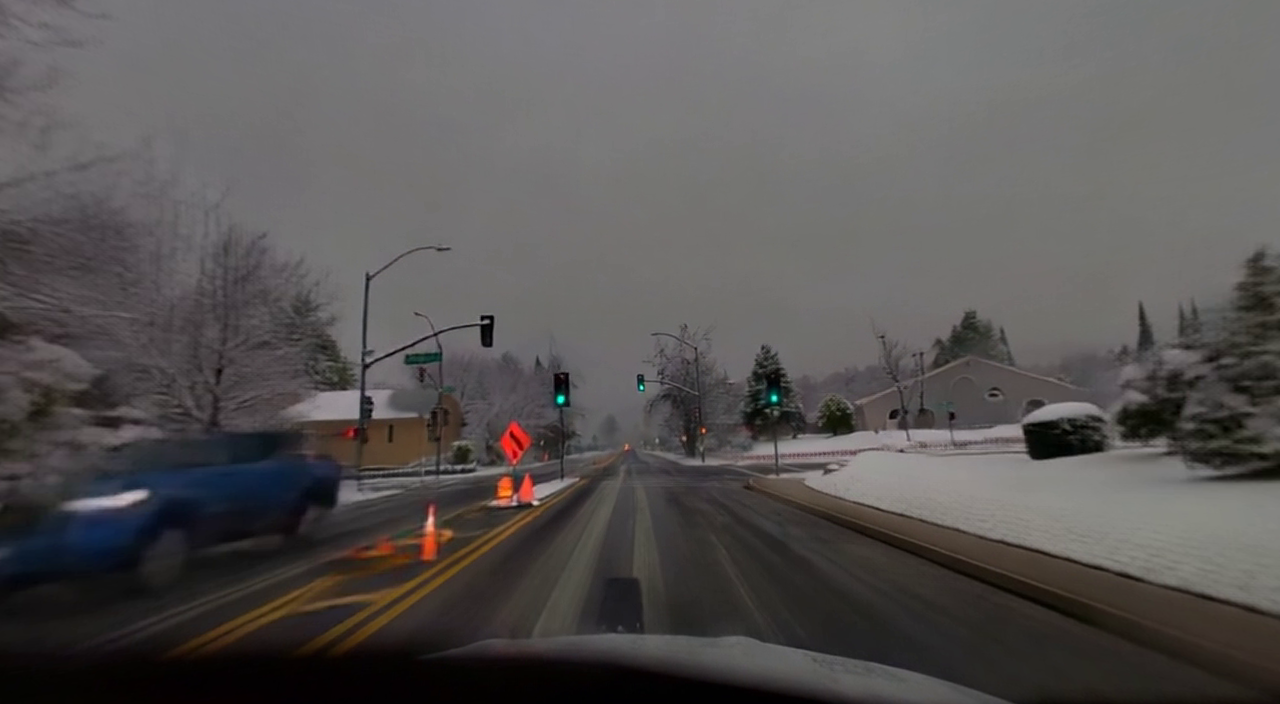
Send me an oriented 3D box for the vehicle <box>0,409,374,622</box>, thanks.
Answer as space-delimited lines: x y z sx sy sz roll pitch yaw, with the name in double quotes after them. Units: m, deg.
-5.567 1.825 8.133 2.240 1.879 4.847 0 -9 -1 "vehicle"
